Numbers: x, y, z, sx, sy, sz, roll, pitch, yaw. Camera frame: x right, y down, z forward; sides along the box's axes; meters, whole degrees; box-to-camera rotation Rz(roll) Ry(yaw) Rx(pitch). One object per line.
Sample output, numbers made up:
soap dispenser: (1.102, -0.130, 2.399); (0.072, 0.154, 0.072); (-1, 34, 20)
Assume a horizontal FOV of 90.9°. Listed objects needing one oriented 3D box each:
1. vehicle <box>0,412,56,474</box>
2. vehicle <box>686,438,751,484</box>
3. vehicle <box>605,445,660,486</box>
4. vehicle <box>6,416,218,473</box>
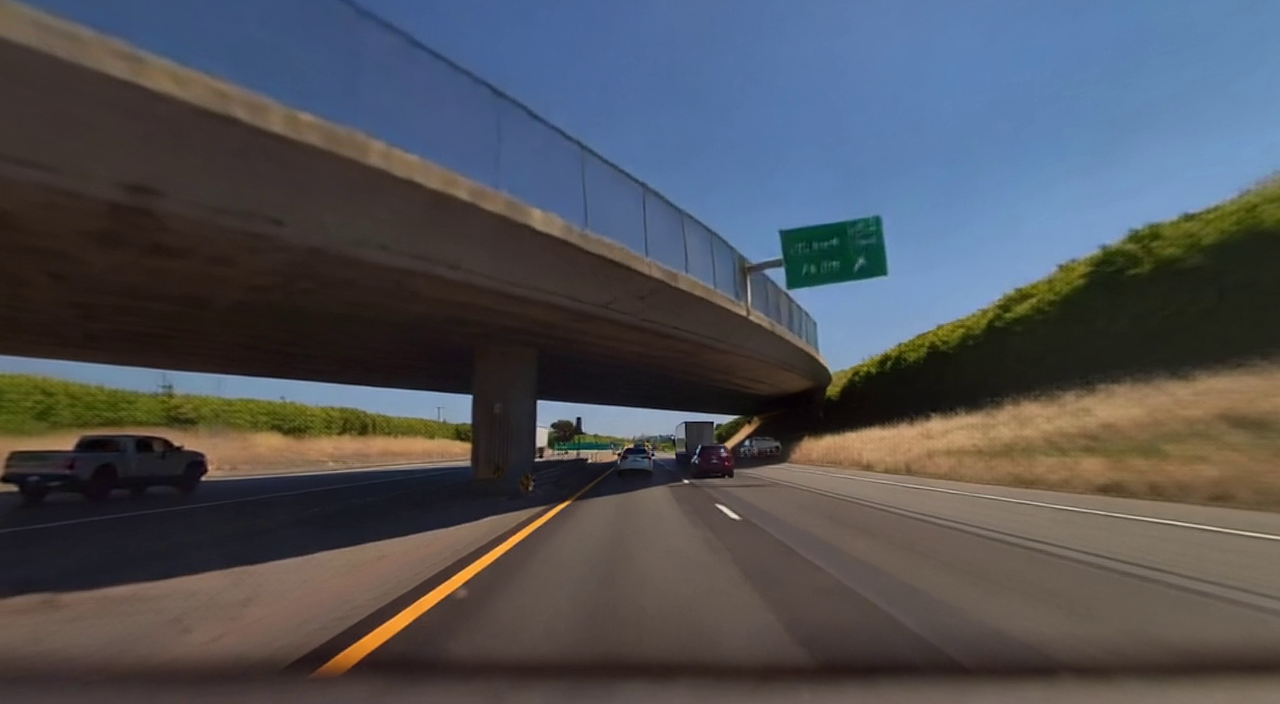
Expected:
vehicle: (-35.487, 5.057, 34.981); (2.857, 3.275, 3.008); (0, -9, 1)
vehicle: (3.145, 4.483, 26.153); (2.048, 1.704, 4.284); (0, -9, -1)
vehicle: (-0.294, 4.368, 24.431); (1.970, 1.441, 3.846); (0, -9, -1)
vehicle: (-35.528, 6.512, 43.820); (2.733, 3.285, 14.018); (0, -9, 0)
